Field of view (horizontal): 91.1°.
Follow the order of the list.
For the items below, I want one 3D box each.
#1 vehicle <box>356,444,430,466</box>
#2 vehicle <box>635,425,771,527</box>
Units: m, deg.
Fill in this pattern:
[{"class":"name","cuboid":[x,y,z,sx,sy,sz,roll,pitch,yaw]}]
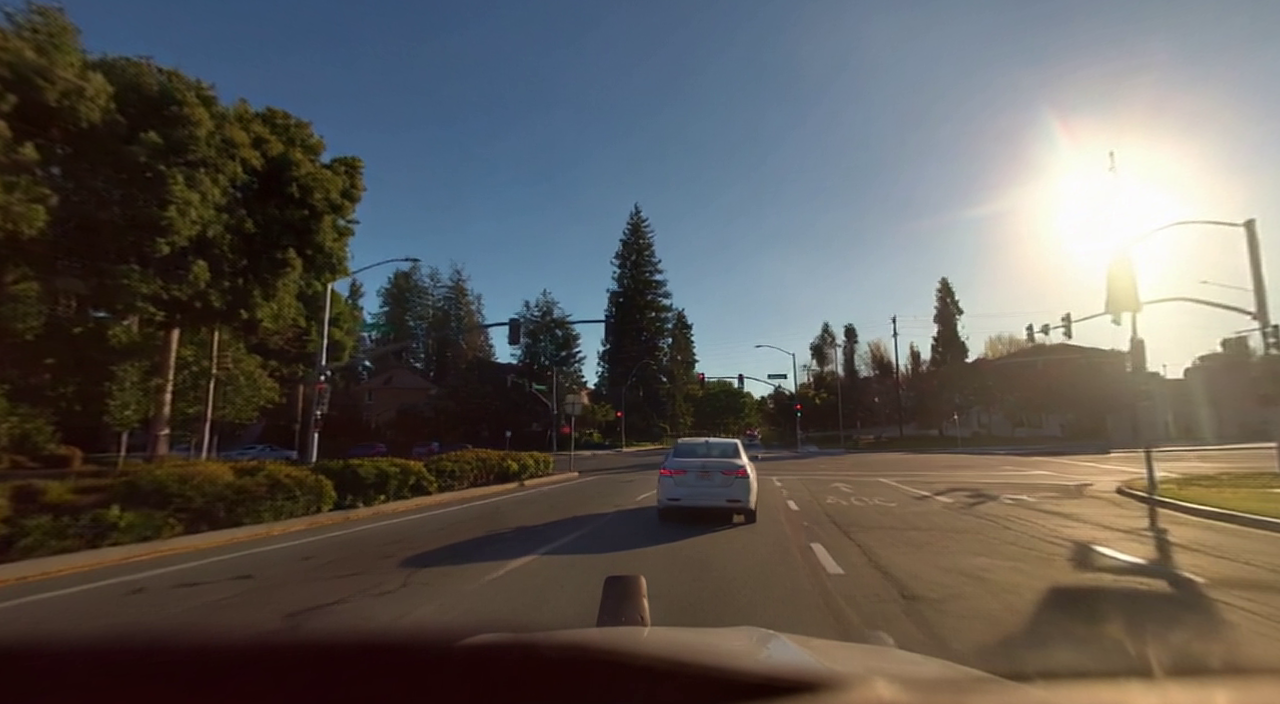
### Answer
[{"class":"vehicle","cuboid":[-17.293,7.183,43.924,4.735,1.472,1.932,-4,-9,23]},{"class":"vehicle","cuboid":[1.398,2.308,12.373,2.139,1.564,4.901,-1,-9,10]}]
